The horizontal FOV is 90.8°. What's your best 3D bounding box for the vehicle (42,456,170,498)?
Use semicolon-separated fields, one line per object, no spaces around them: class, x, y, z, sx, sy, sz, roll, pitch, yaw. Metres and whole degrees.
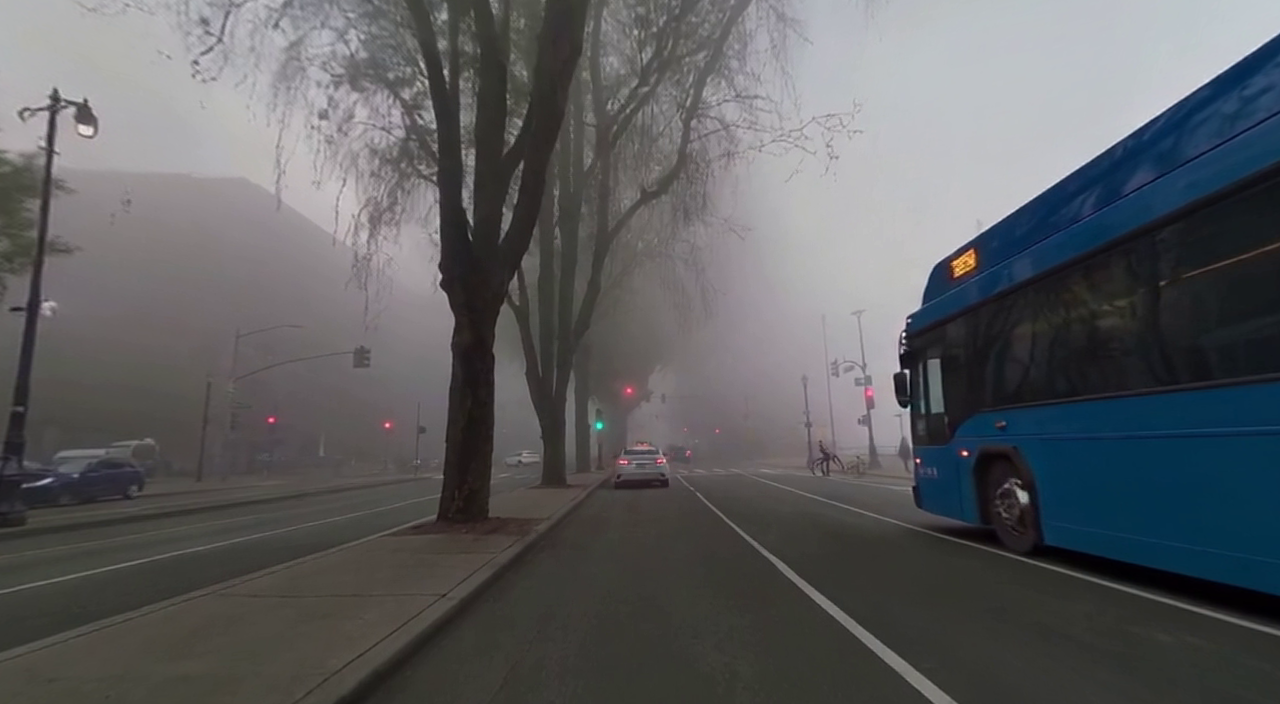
vehicle;-26.189;6.081;31.125;4.570;1.858;1.942;7;-11;-41

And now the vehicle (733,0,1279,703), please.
vehicle;3.423;0.204;4.859;3.250;3.731;13.693;0;-8;0

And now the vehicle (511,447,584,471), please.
vehicle;-6.060;7.026;41.604;4.417;1.490;1.816;-3;-9;11

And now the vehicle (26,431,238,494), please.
vehicle;-29.399;6.419;37.188;9.150;3.310;2.988;6;-12;-37

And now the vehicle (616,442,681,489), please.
vehicle;0.310;4.060;22.973;2.123;1.544;4.158;0;-8;1
